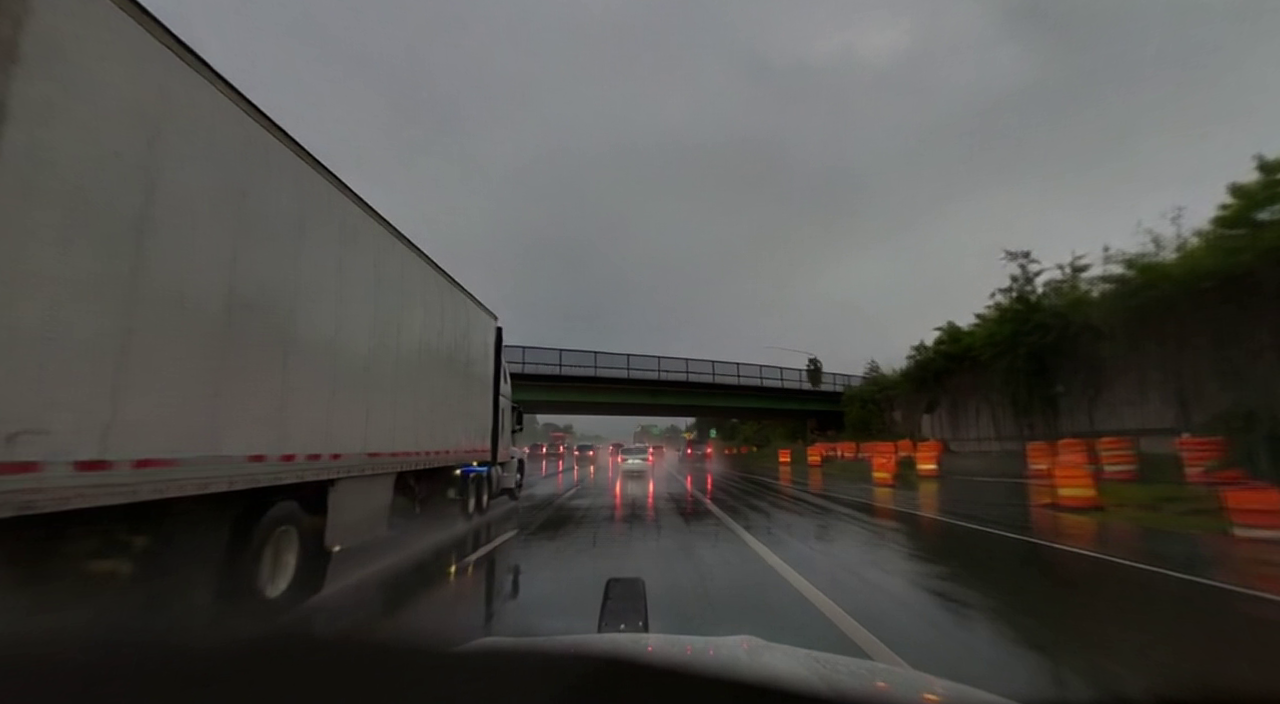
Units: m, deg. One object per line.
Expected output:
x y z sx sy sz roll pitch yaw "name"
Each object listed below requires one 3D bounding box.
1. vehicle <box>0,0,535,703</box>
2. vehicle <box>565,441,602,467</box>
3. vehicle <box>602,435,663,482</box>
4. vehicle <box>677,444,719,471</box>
-3.704 0.764 7.099 3.075 3.276 11.073 0 -8 0 "vehicle"
-3.860 7.071 43.876 2.124 1.639 4.344 0 -8 1 "vehicle"
-0.274 4.246 25.370 2.270 1.696 4.061 0 -8 0 "vehicle"
3.322 6.096 36.752 2.003 1.465 4.092 0 -8 -1 "vehicle"
